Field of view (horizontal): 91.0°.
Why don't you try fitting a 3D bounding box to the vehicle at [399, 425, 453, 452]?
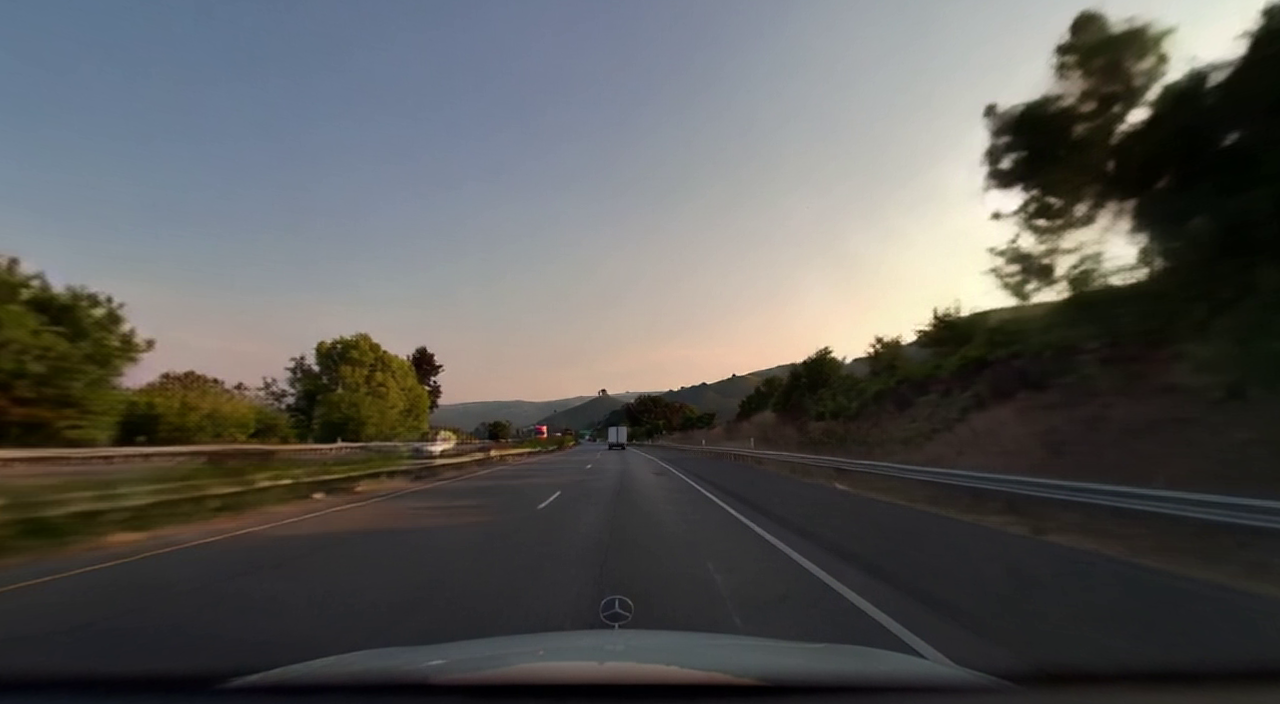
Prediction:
[{"bbox_3d":[-13.267,5.438,39.298,1.954,1.573,4.356,0,-8,-2],"label":"vehicle"}]
